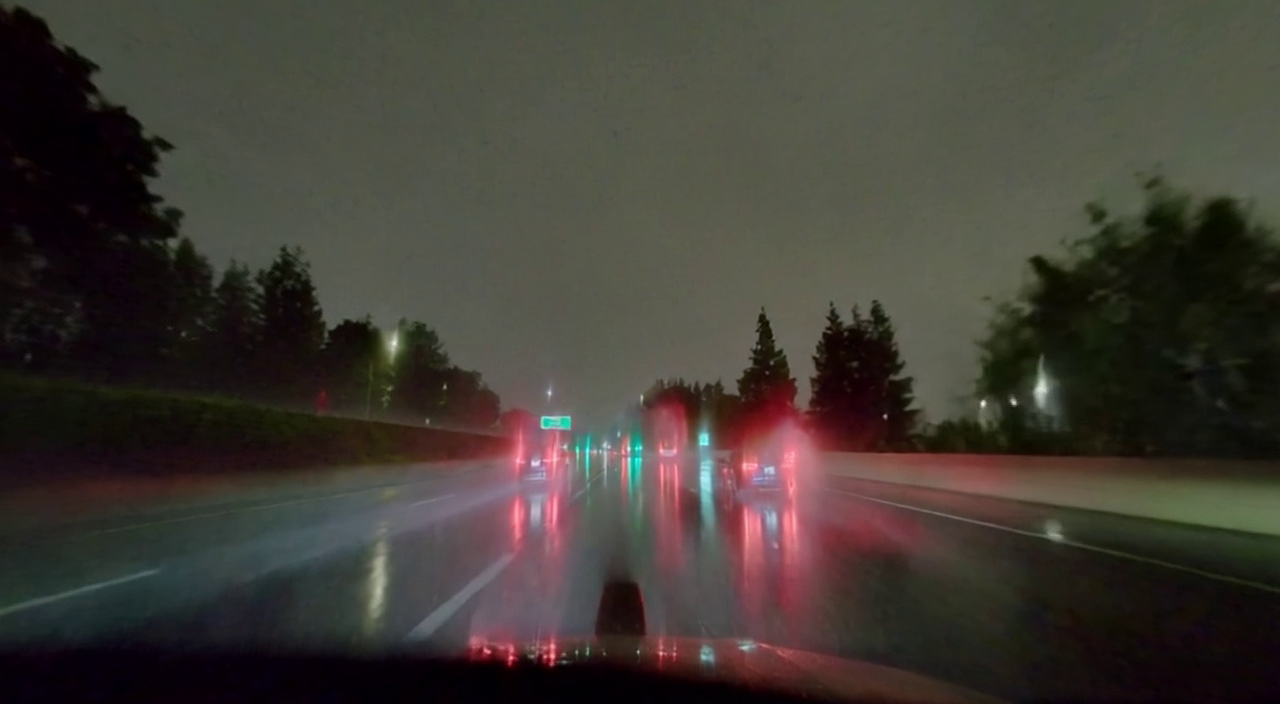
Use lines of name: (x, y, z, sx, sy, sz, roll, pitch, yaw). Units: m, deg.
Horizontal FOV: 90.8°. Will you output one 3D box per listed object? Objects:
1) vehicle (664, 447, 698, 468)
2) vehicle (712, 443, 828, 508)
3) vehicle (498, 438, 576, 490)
vehicle: (2.935, 7.668, 46.004, 2.021, 1.447, 3.985, 0, -9, -3)
vehicle: (3.202, 3.130, 16.542, 1.947, 1.437, 4.345, 0, -9, -3)
vehicle: (-3.716, 4.147, 23.710, 2.244, 1.755, 4.417, 0, -9, -1)
